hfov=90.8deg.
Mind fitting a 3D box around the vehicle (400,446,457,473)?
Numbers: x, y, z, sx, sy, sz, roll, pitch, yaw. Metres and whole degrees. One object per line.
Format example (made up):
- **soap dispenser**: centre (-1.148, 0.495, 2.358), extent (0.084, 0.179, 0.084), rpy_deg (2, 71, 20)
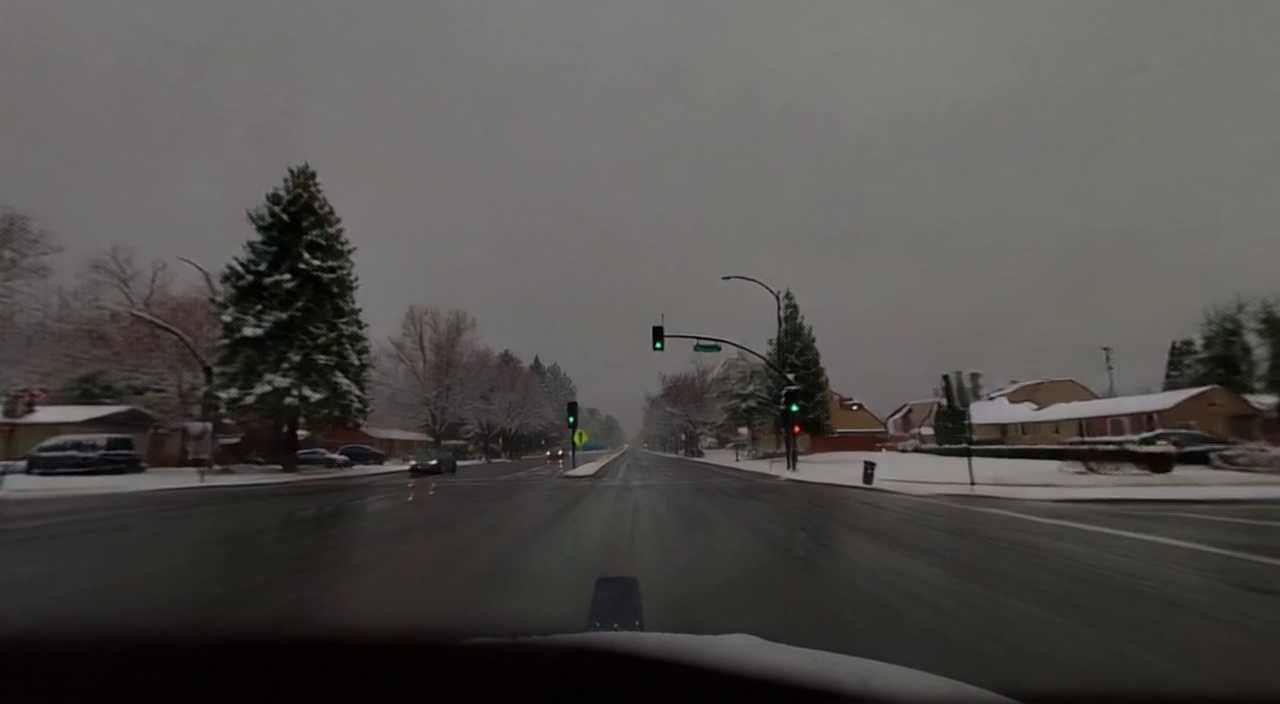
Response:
- **vehicle**: centre (-12.689, 6.443, 38.159), extent (1.932, 1.500, 4.260), rpy_deg (0, -9, 0)
